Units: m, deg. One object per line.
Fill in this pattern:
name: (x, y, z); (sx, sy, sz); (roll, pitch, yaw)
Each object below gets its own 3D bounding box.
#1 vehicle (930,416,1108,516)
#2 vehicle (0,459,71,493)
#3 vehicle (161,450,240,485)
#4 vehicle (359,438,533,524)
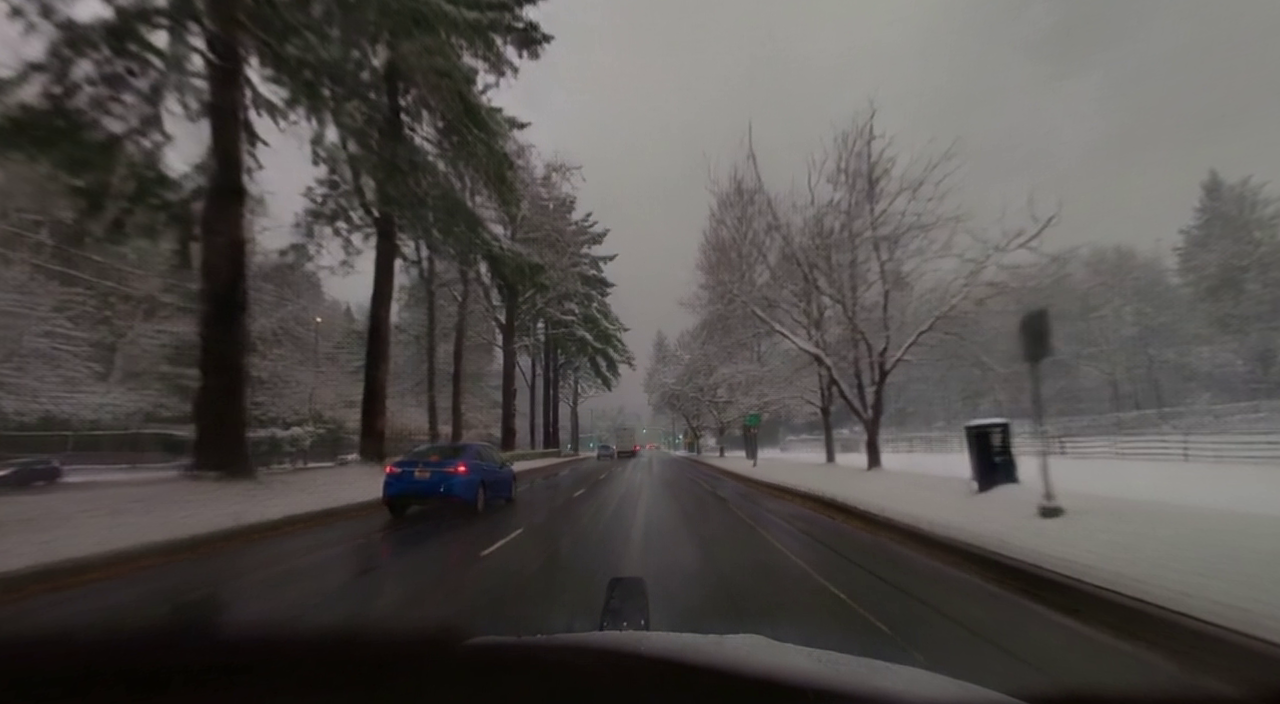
vehicle: (7.165, 2.163, 12.264); (1.594, 1.688, 2.861); (0, -9, -1)
vehicle: (-31.844, 6.292, 32.300); (1.811, 1.550, 3.710); (0, -9, 0)
vehicle: (-31.739, 8.296, 45.734); (2.223, 1.991, 5.316); (-5, -7, -4)
vehicle: (-3.723, 2.561, 13.105); (2.033, 1.454, 4.512); (-1, -9, 2)
